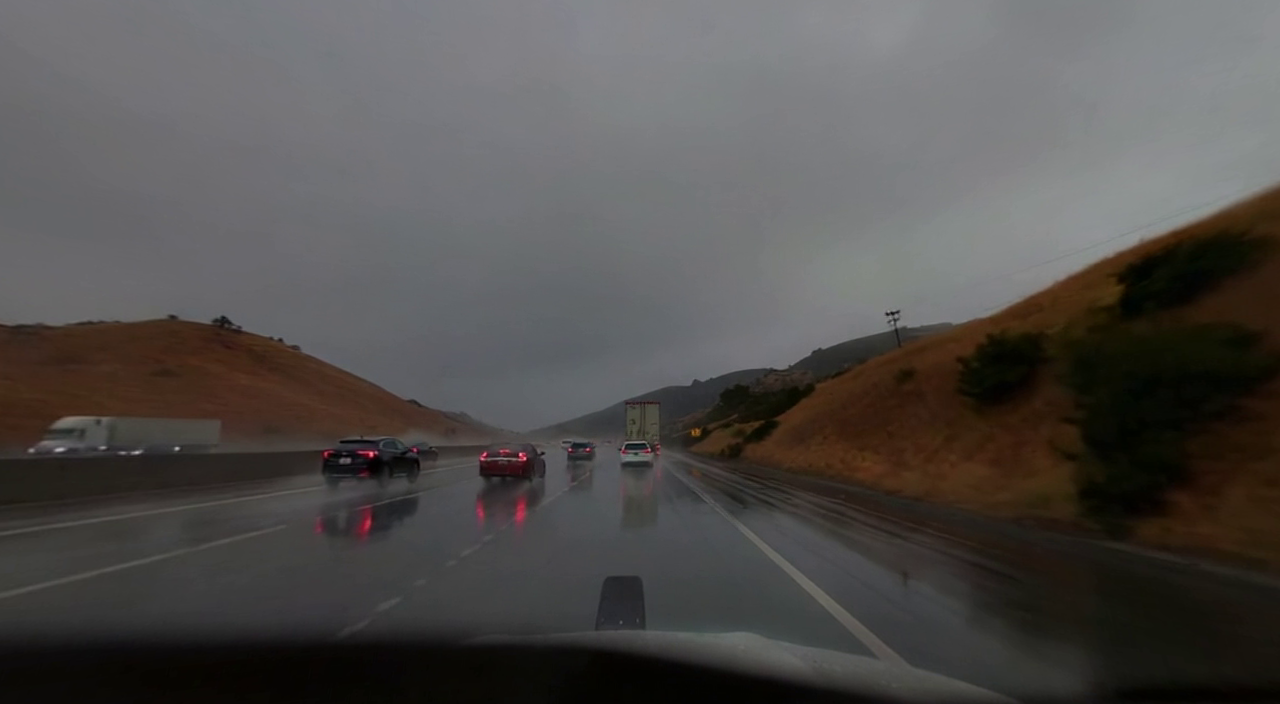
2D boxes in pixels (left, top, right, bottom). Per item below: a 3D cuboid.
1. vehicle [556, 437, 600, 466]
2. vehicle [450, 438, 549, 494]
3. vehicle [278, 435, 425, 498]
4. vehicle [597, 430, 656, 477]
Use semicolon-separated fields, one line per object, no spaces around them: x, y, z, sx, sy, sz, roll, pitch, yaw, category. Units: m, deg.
-3.765;6.171;39.077;2.155;1.661;4.477;0;-9;1;vehicle
-4.123;3.422;19.316;1.943;1.468;4.547;1;-9;0;vehicle
-7.789;3.126;17.551;2.029;1.507;4.204;1;-9;1;vehicle
-0.520;4.302;26.829;2.281;1.795;4.297;1;-9;0;vehicle
